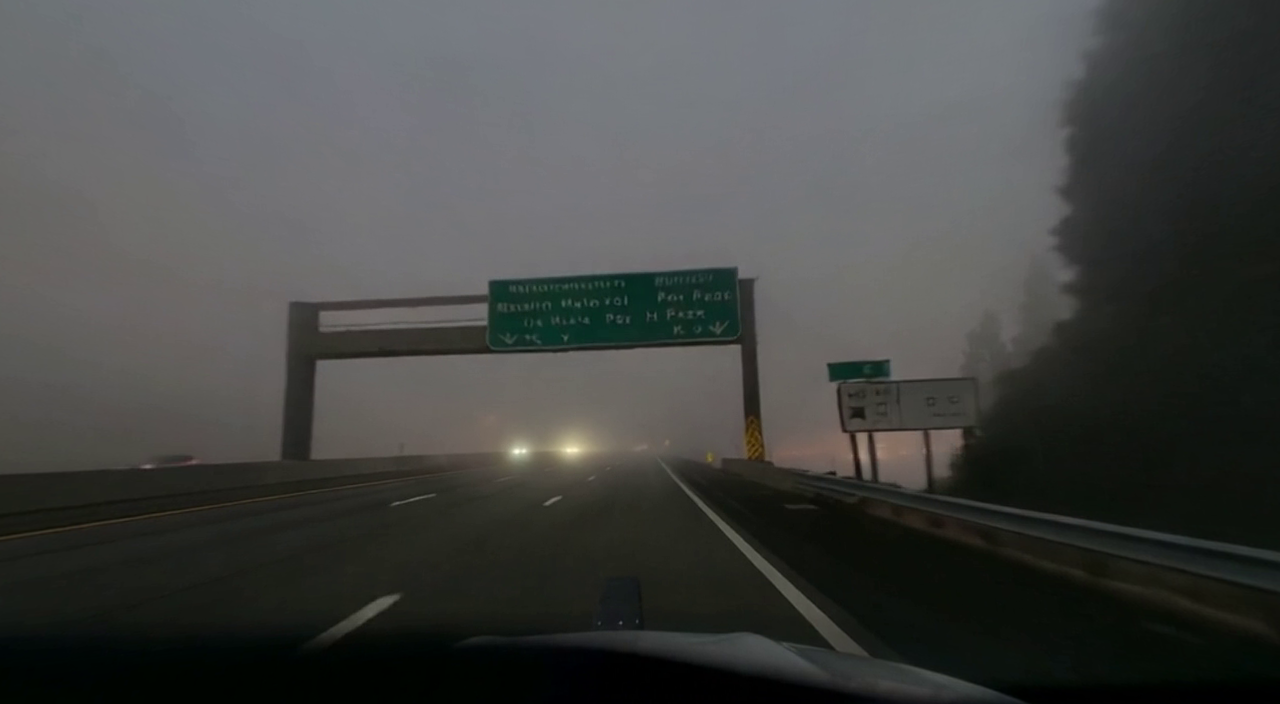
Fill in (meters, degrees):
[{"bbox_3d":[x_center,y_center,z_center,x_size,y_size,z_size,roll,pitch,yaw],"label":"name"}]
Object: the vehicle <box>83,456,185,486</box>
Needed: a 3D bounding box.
[{"bbox_3d":[-29.897,7.015,37.442,1.993,1.565,4.728,-1,-9,2],"label":"vehicle"}]
